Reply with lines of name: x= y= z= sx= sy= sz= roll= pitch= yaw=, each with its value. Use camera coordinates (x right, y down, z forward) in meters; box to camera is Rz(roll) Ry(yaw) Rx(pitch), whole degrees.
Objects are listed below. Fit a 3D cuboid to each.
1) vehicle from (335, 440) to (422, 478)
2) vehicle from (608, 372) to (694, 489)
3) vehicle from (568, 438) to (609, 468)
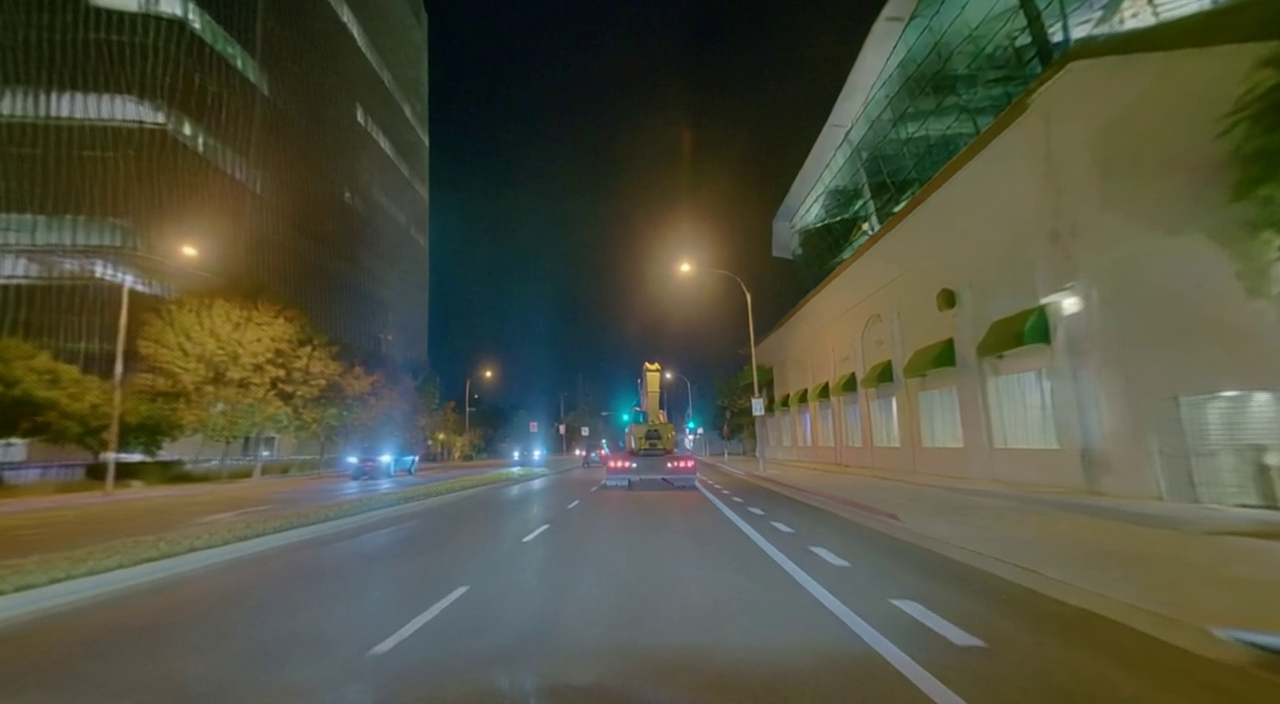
vehicle: x=-14.756 y=6.065 z=36.136 sx=2.225 sy=1.946 sz=6.187 roll=0 pitch=-9 yaw=1
vehicle: x=0.268 y=3.165 z=24.493 sx=2.552 sy=3.461 sz=11.044 roll=-1 pitch=-8 yaw=-1
vehicle: x=-3.048 y=6.088 z=38.192 sx=2.081 sy=1.688 sz=4.235 roll=0 pitch=-9 yaw=1
